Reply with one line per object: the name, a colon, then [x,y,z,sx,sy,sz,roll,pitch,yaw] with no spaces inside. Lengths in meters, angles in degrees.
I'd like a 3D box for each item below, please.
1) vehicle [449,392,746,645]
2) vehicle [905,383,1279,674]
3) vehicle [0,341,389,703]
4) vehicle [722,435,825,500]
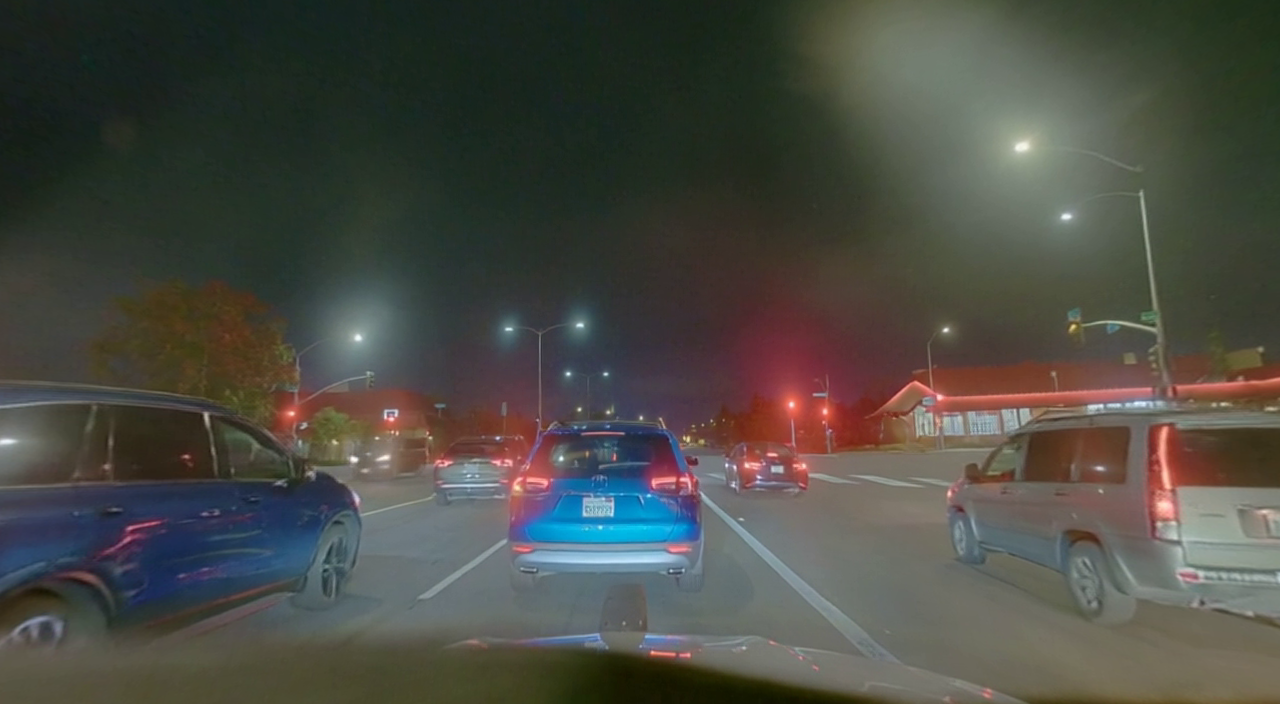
vehicle: [-0.216,1.434,6.419,2.022,1.700,4.084,0,-8,2]
vehicle: [4.380,1.386,6.084,2.014,1.740,4.515,-1,-8,5]
vehicle: [-3.466,1.031,3.736,2.047,1.741,4.470,0,-8,1]
vehicle: [3.496,3.101,17.302,1.847,1.554,3.885,0,-8,-2]
